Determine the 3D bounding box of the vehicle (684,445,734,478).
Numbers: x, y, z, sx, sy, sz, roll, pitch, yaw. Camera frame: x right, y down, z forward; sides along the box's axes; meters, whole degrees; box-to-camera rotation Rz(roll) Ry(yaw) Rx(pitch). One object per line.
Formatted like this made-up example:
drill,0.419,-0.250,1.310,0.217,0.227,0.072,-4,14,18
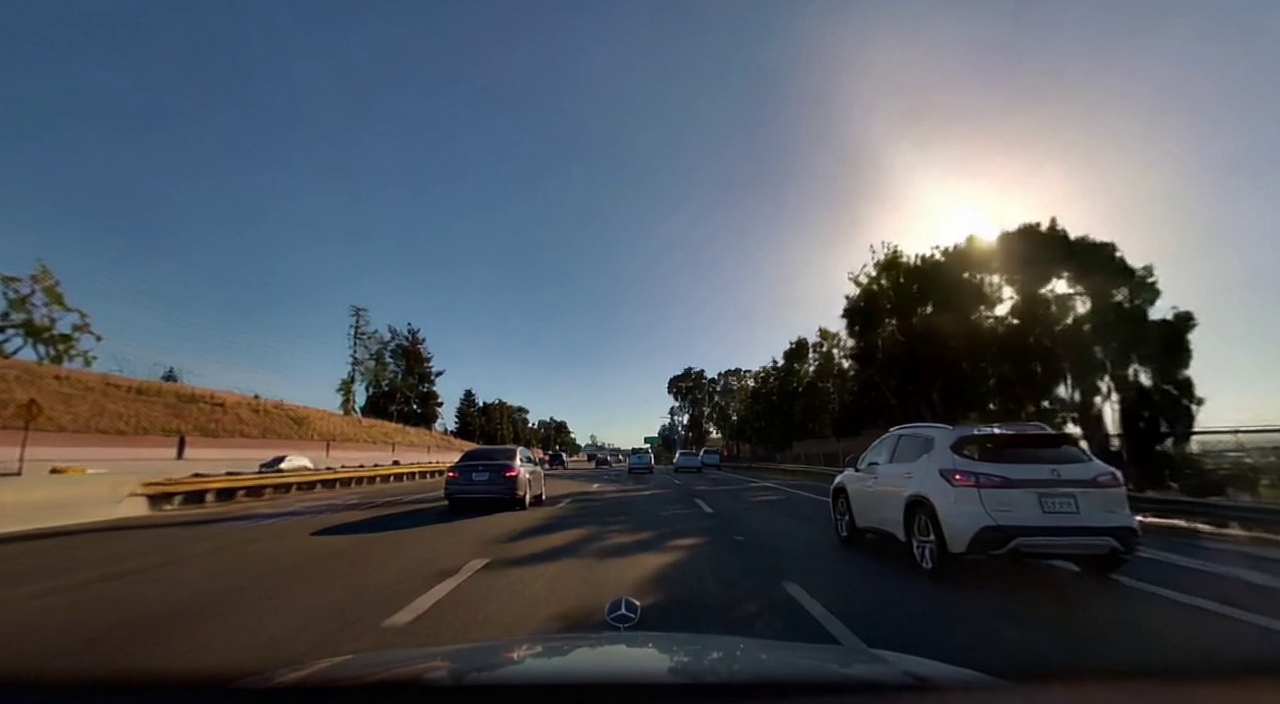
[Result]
vehicle,3.860,6.178,35.988,2.320,1.735,4.408,0,-8,0

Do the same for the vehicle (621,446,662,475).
vehicle,0.138,6.780,39.748,2.408,1.748,4.217,0,-8,1

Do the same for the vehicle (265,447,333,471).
vehicle,-24.580,7.718,45.785,1.828,1.560,4.372,-2,-9,13

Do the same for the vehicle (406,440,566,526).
vehicle,-3.034,2.695,13.697,2.130,1.514,4.766,0,-8,2

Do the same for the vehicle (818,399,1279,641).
vehicle,3.616,1.535,6.854,2.029,1.716,4.545,0,-8,0
